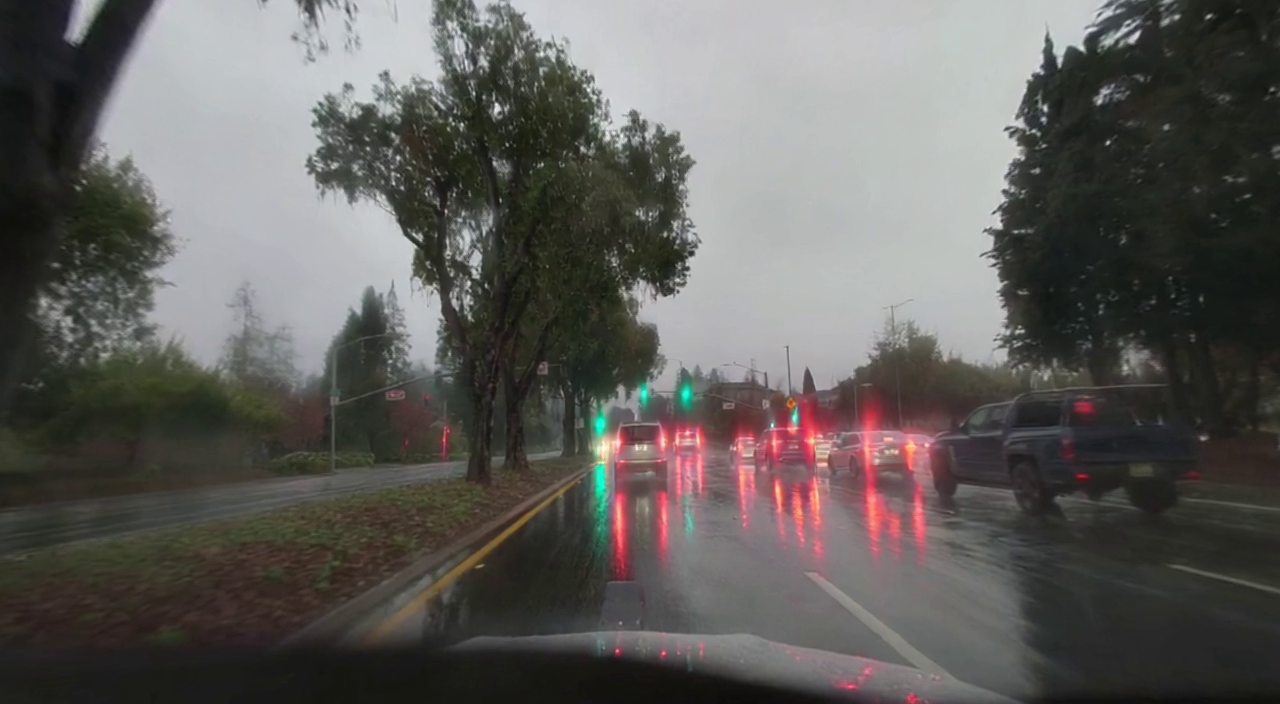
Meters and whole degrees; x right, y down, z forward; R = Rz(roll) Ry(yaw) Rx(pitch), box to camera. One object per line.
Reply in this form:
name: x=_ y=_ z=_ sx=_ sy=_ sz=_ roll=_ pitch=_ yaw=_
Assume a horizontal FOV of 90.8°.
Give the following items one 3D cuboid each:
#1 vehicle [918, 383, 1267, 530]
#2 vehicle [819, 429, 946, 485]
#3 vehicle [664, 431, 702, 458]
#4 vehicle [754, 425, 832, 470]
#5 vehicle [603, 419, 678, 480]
vehicle: x=7.064 y=1.742 z=10.835 sx=2.226 sy=1.913 sz=4.901 roll=0 pitch=-9 yaw=-1
vehicle: x=7.311 y=3.233 z=19.696 sx=2.004 sy=1.504 sz=4.836 roll=0 pitch=-9 yaw=-1
vehicle: x=3.074 y=6.781 z=46.258 sx=2.388 sy=1.833 sz=4.506 roll=0 pitch=-9 yaw=-1
vehicle: x=6.987 y=4.447 z=29.521 sx=2.251 sy=1.873 sz=5.346 roll=0 pitch=-9 yaw=0
vehicle: x=-0.004 y=3.387 z=21.975 sx=2.353 sy=1.894 sz=4.122 roll=0 pitch=-9 yaw=0
